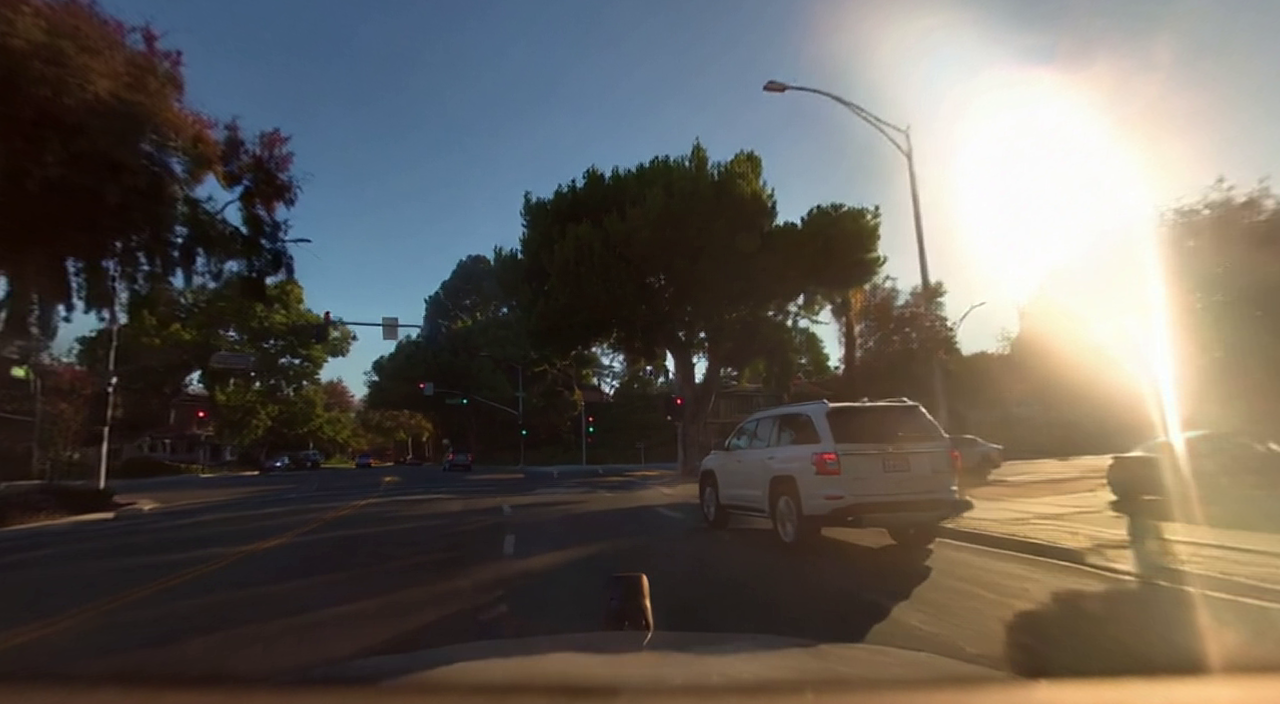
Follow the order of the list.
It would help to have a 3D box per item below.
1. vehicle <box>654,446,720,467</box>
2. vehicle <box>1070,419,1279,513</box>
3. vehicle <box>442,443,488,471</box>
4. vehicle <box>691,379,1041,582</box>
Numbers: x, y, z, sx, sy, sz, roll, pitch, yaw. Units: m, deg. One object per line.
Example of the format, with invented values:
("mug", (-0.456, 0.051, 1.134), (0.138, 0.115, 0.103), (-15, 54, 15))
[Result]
("vehicle", (3.460, 7.689, 46.543), (4.413, 1.449, 1.963), (3, -9, -23))
("vehicle", (11.872, 2.320, 13.251), (4.426, 1.461, 1.996), (-3, -9, -13))
("vehicle", (-11.700, 6.916, 41.866), (2.138, 1.729, 4.178), (4, -10, -26))
("vehicle", (2.662, 1.750, 9.479), (2.338, 2.063, 5.592), (1, -9, -11))
